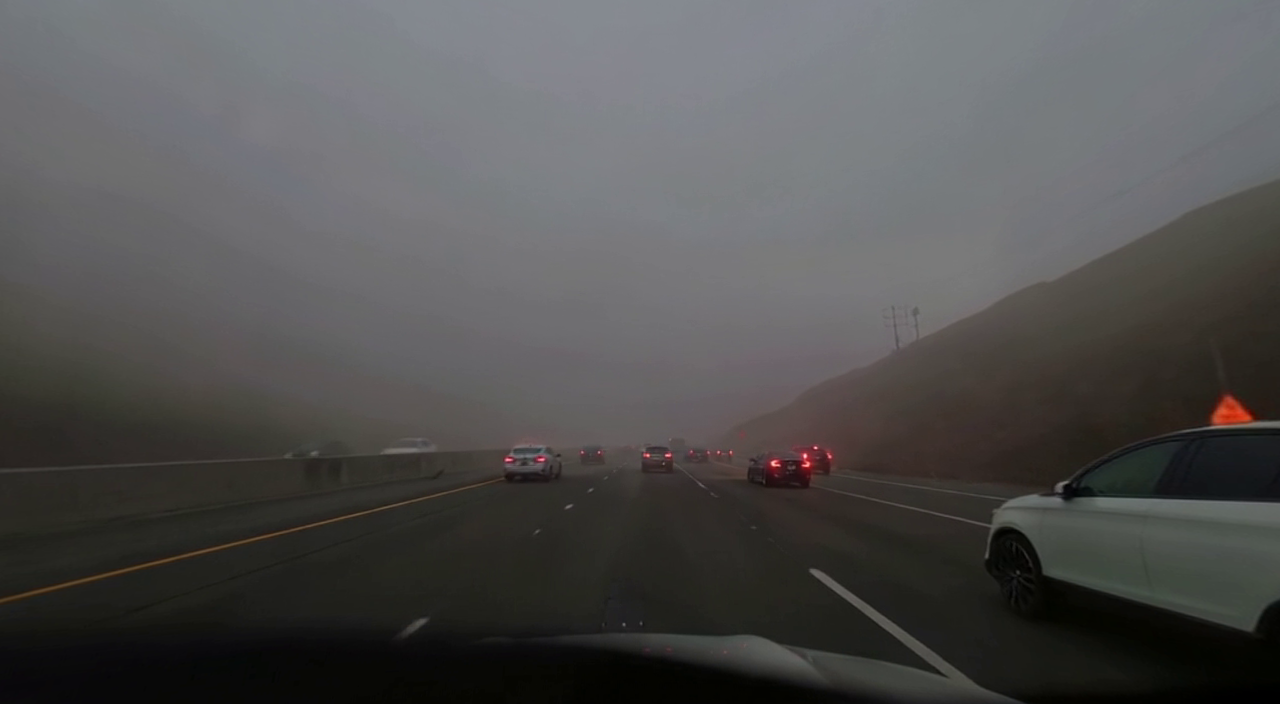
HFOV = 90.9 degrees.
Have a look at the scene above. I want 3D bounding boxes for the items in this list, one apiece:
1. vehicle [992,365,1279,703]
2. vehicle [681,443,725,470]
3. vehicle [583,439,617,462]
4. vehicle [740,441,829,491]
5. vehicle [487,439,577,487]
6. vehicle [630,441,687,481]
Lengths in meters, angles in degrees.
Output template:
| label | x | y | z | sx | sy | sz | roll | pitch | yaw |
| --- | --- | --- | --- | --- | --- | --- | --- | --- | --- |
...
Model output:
| label | x | y | z | sx | sy | sz | roll | pitch | yaw |
| --- | --- | --- | --- | --- | --- | --- | --- | --- | --- |
| vehicle | 3.860 | 0.882 | 2.720 | 2.018 | 1.670 | 4.658 | 0 | -8 | 1 |
| vehicle | 3.693 | 6.185 | 37.574 | 2.177 | 1.453 | 4.205 | 0 | -8 | 0 |
| vehicle | -3.026 | 7.659 | 49.199 | 2.234 | 1.675 | 4.527 | -1 | -8 | 2 |
| vehicle | 4.660 | 3.732 | 20.988 | 1.867 | 1.465 | 4.093 | 0 | -8 | -2 |
| vehicle | -3.555 | 3.742 | 21.604 | 2.232 | 1.438 | 4.163 | -1 | -8 | 2 |
| vehicle | 0.723 | 4.444 | 26.104 | 2.138 | 1.473 | 4.392 | 0 | -8 | 0 |
